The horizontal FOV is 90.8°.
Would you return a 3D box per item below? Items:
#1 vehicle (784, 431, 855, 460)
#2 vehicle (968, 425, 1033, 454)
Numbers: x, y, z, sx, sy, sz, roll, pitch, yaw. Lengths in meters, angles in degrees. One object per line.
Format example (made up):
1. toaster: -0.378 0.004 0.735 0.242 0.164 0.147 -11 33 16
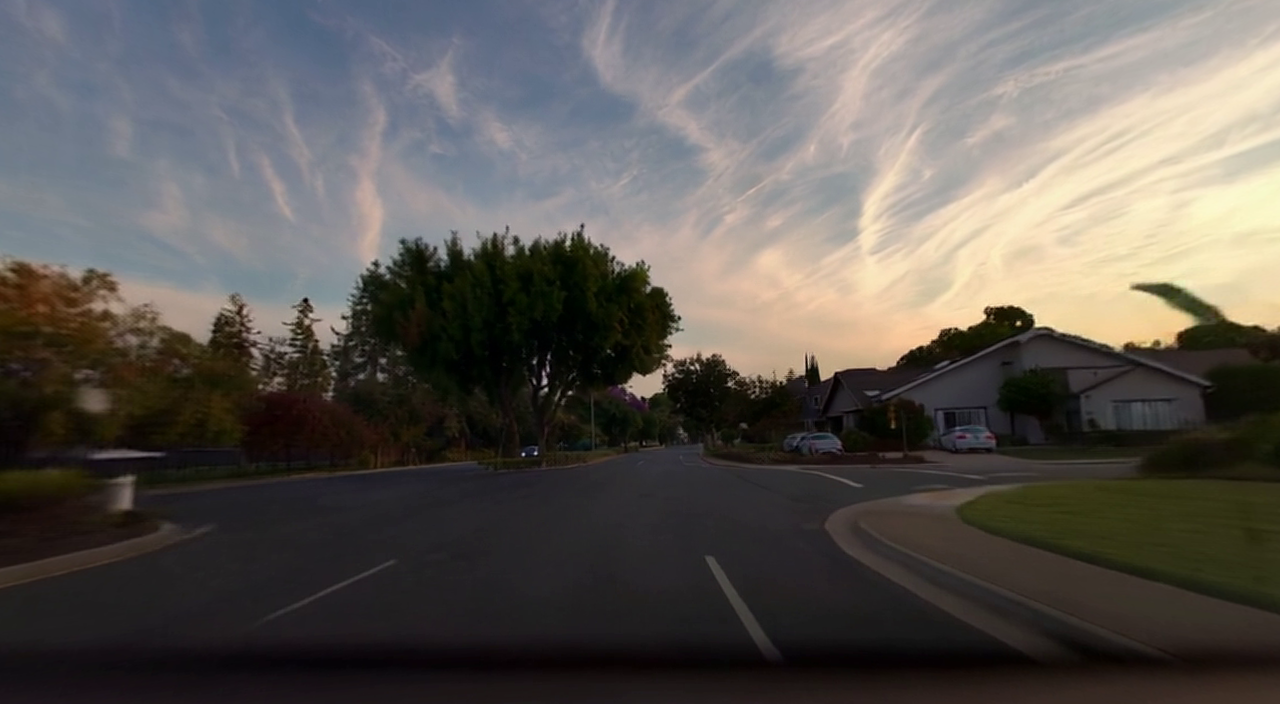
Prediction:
1. vehicle: 11.882 6.207 42.111 2.199 1.661 4.495 5 -7 -23
2. vehicle: 20.707 4.981 36.221 4.241 1.560 1.979 6 -10 -43
